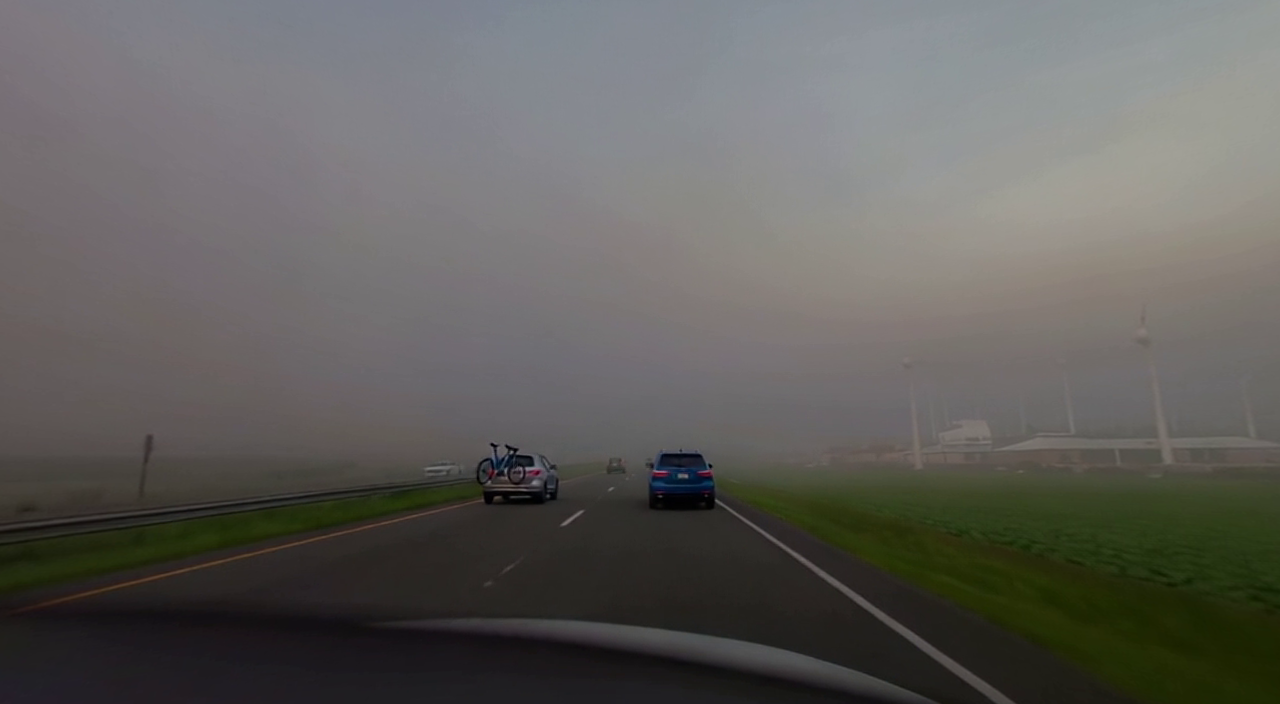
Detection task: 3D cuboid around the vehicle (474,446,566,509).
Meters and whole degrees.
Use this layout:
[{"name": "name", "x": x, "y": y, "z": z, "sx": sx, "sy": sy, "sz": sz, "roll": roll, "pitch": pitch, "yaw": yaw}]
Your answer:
[{"name": "vehicle", "x": -3.530, "y": 3.770, "z": 19.317, "sx": 1.962, "sy": 1.681, "sz": 4.033, "roll": 0, "pitch": -9, "yaw": 1}]

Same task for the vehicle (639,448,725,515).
[{"name": "vehicle", "x": 1.034, "y": 3.439, "z": 17.243, "sx": 2.063, "sy": 1.582, "sz": 3.955, "roll": 0, "pitch": -9, "yaw": 0}]
